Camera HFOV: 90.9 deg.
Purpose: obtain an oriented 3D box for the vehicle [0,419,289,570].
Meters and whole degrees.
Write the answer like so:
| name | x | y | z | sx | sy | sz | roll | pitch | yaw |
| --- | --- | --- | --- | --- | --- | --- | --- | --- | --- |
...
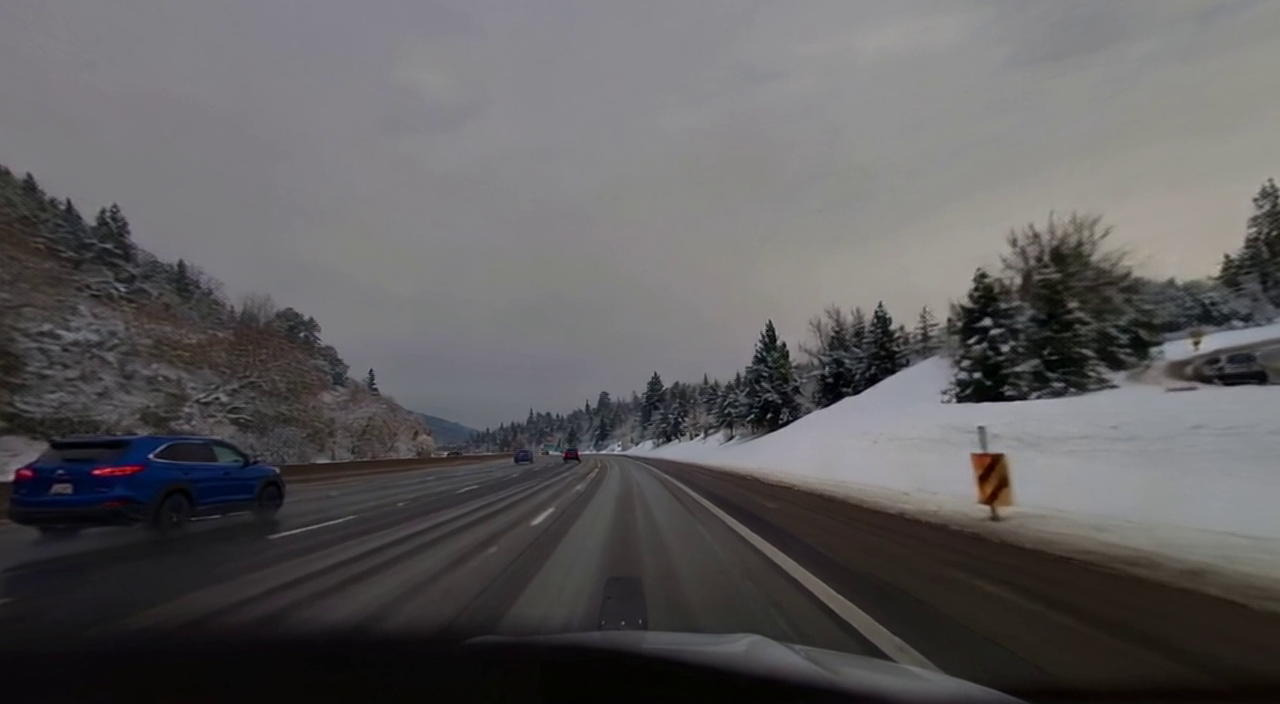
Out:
| name | x | y | z | sx | sy | sz | roll | pitch | yaw |
| --- | --- | --- | --- | --- | --- | --- | --- | --- | --- |
| vehicle | -7.682 | 1.996 | 9.611 | 2.046 | 1.712 | 4.533 | -1 | -9 | 0 |
